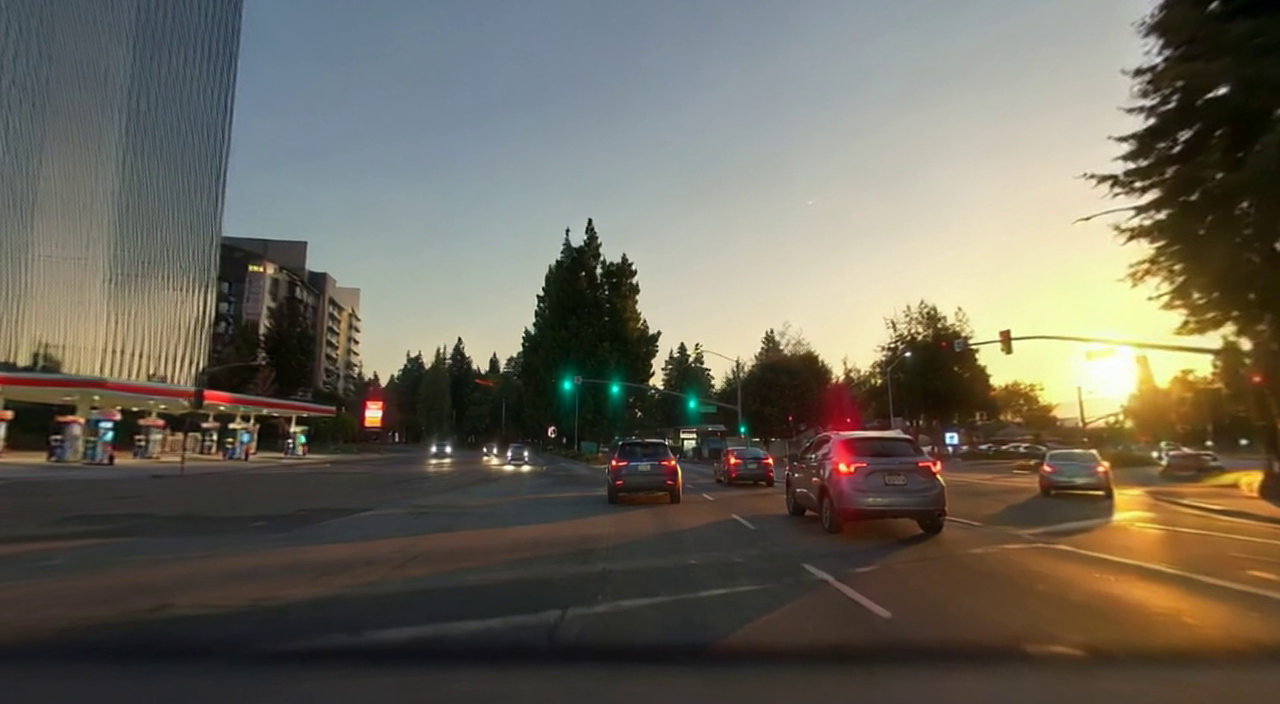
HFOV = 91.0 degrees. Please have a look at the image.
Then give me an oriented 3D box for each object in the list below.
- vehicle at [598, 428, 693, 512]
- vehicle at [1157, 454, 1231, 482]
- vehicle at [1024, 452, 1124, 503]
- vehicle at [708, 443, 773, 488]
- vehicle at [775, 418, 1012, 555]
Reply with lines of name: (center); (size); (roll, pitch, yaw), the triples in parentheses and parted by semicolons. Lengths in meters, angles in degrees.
vehicle: (0.101, 2.871, 15.762); (2.051, 1.798, 4.168); (0, -8, -1)
vehicle: (34.656, 7.196, 39.355); (4.636, 1.542, 2.096); (5, -10, -32)
vehicle: (14.668, 4.189, 21.548); (2.057, 1.473, 4.462); (-4, -9, 25)
vehicle: (3.801, 4.346, 24.392); (1.800, 1.592, 3.658); (0, -8, -2)
vehicle: (3.741, 2.049, 10.306); (2.000, 1.745, 4.206); (0, -8, -2)
